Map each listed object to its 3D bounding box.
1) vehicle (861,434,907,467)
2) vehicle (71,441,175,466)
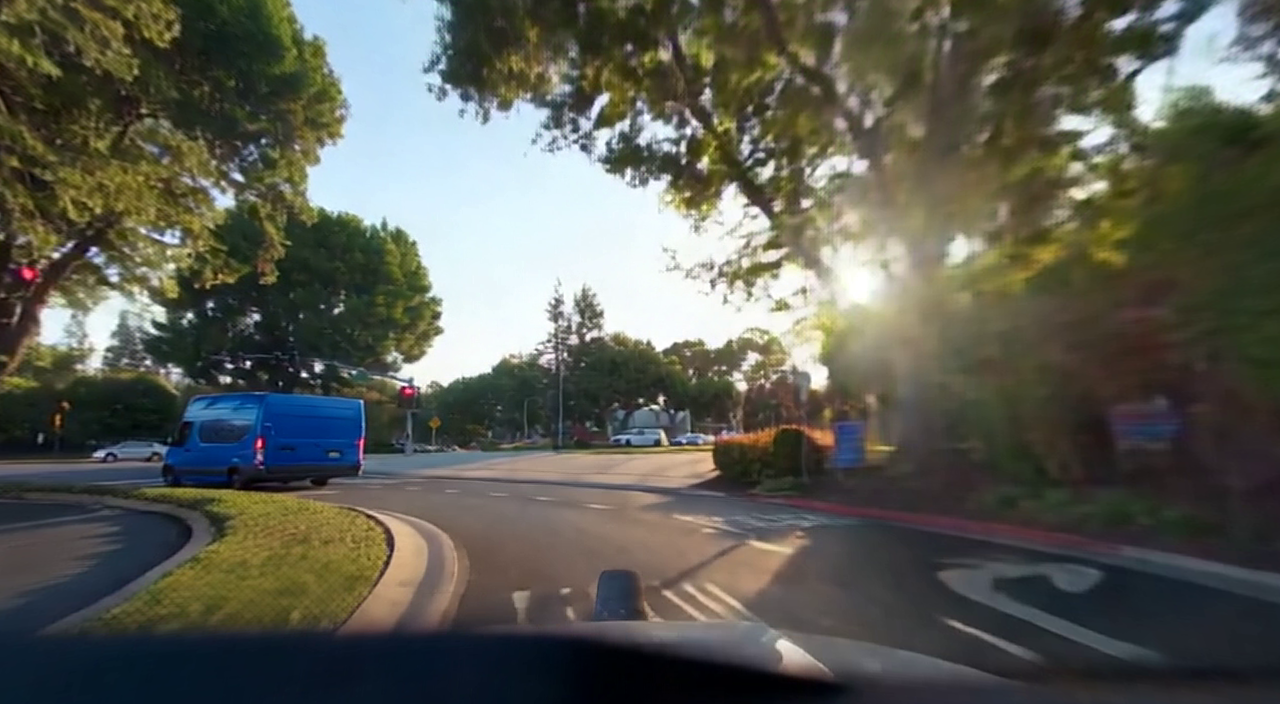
[{"bbox_3d":[12.989,5.163,33.220,1.907,1.515,4.550,-4,-7,25],"label":"vehicle"},{"bbox_3d":[-33.177,6.531,40.462,1.847,1.461,4.853,-3,-9,17],"label":"vehicle"}]
